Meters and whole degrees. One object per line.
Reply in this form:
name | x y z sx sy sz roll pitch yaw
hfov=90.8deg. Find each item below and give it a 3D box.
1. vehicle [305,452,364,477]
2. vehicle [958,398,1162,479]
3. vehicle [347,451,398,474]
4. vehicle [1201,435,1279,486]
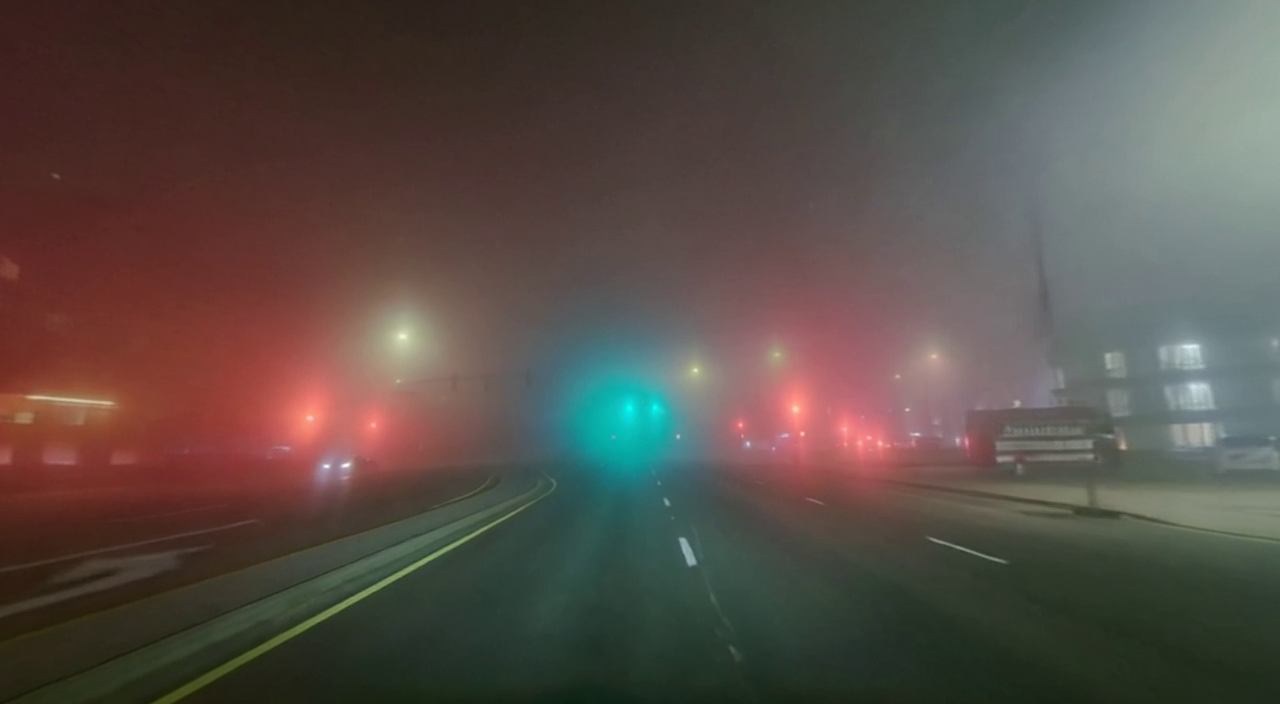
vehicle | -20.245 7.443 42.057 1.713 1.499 4.040 -1 -9 3
vehicle | 17.913 3.769 27.383 6.639 3.312 2.759 -1 -9 3
vehicle | -20.121 8.305 47.692 1.911 1.458 4.547 -1 -7 -1
vehicle | 22.770 3.932 23.079 4.431 1.688 1.996 5 -10 -31
